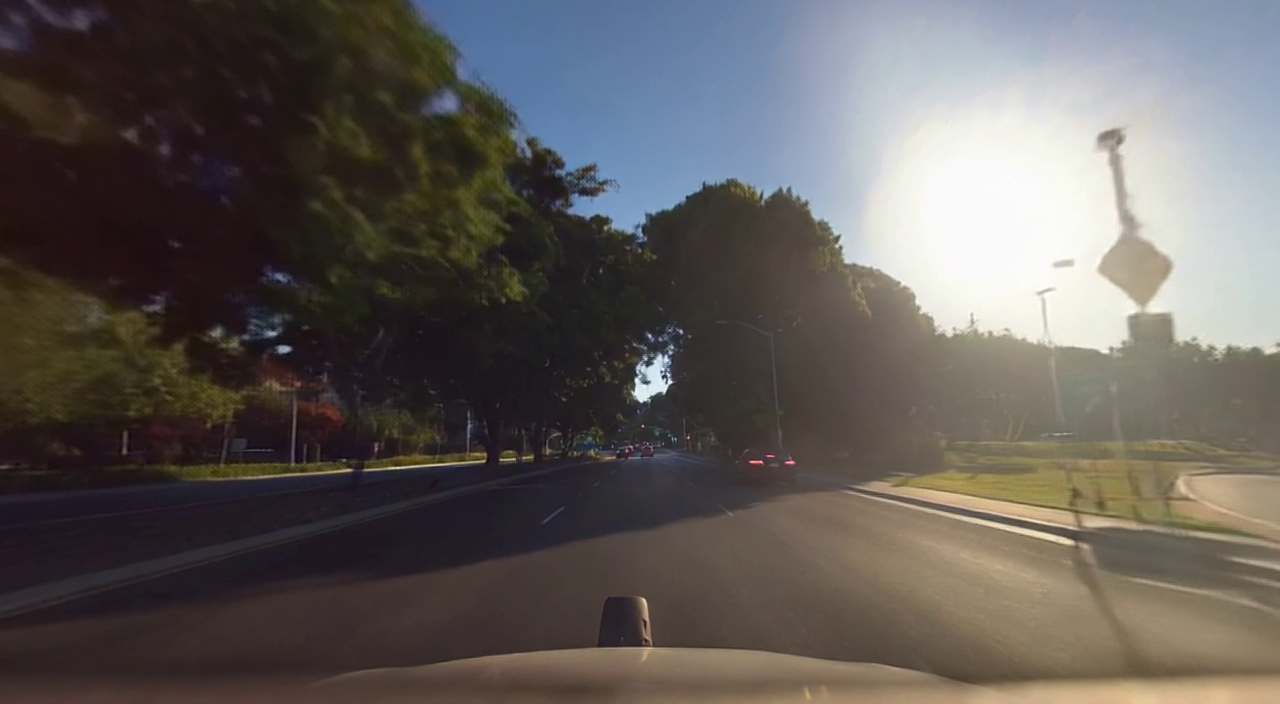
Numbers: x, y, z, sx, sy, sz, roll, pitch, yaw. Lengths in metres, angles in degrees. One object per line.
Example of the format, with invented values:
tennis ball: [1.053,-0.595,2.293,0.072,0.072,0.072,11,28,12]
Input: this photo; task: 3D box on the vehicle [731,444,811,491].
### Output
vehicle: [4.628,4.131,22.836,1.913,1.516,4.322,0,-8,0]
